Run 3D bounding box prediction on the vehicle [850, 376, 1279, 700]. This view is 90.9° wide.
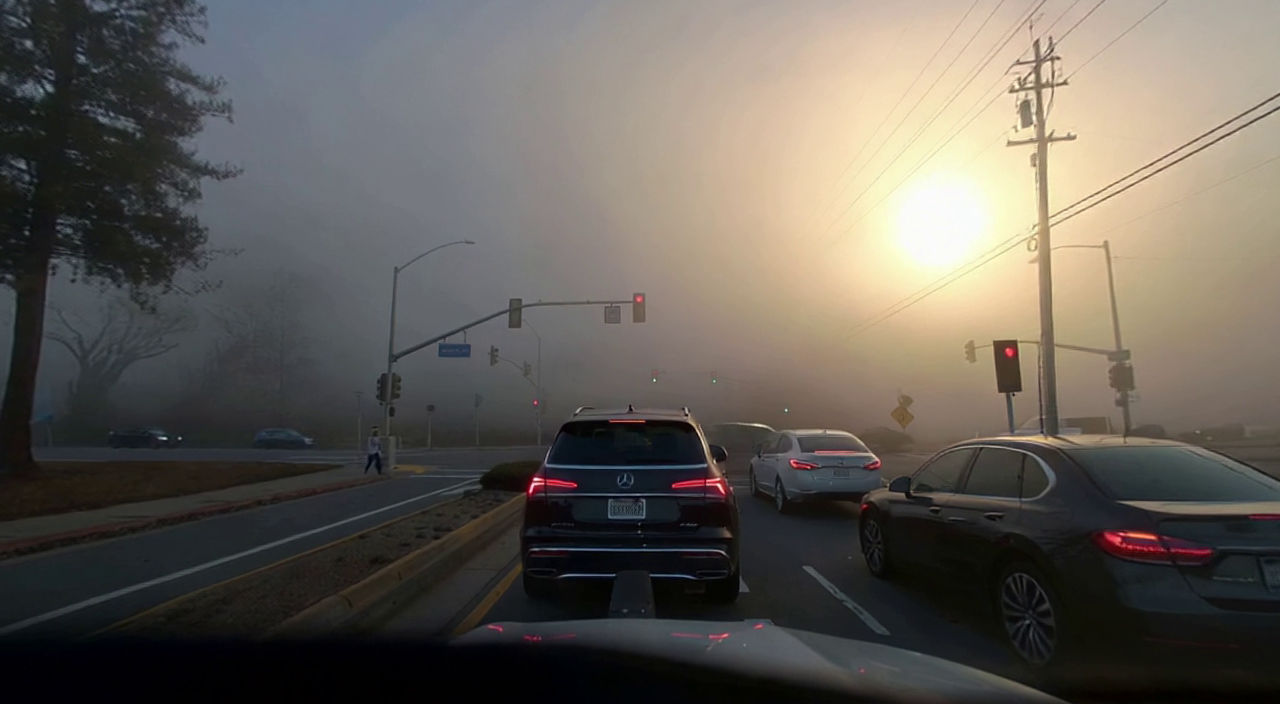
[{"bbox_3d":[3.552,1.287,5.559,1.948,1.677,4.437,0,-8,1],"label":"vehicle"}]

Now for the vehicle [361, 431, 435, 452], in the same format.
[{"bbox_3d":[-17.748,6.561,46.359,4.607,1.478,1.995,0,-8,0],"label":"vehicle"}]

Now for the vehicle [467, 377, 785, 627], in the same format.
[{"bbox_3d":[-0.150,1.395,6.831,2.271,1.786,4.443,0,-8,-1],"label":"vehicle"}]

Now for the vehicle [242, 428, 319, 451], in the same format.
[{"bbox_3d":[-26.835,6.535,47.209,4.587,1.639,1.878,0,-8,1],"label":"vehicle"}]
